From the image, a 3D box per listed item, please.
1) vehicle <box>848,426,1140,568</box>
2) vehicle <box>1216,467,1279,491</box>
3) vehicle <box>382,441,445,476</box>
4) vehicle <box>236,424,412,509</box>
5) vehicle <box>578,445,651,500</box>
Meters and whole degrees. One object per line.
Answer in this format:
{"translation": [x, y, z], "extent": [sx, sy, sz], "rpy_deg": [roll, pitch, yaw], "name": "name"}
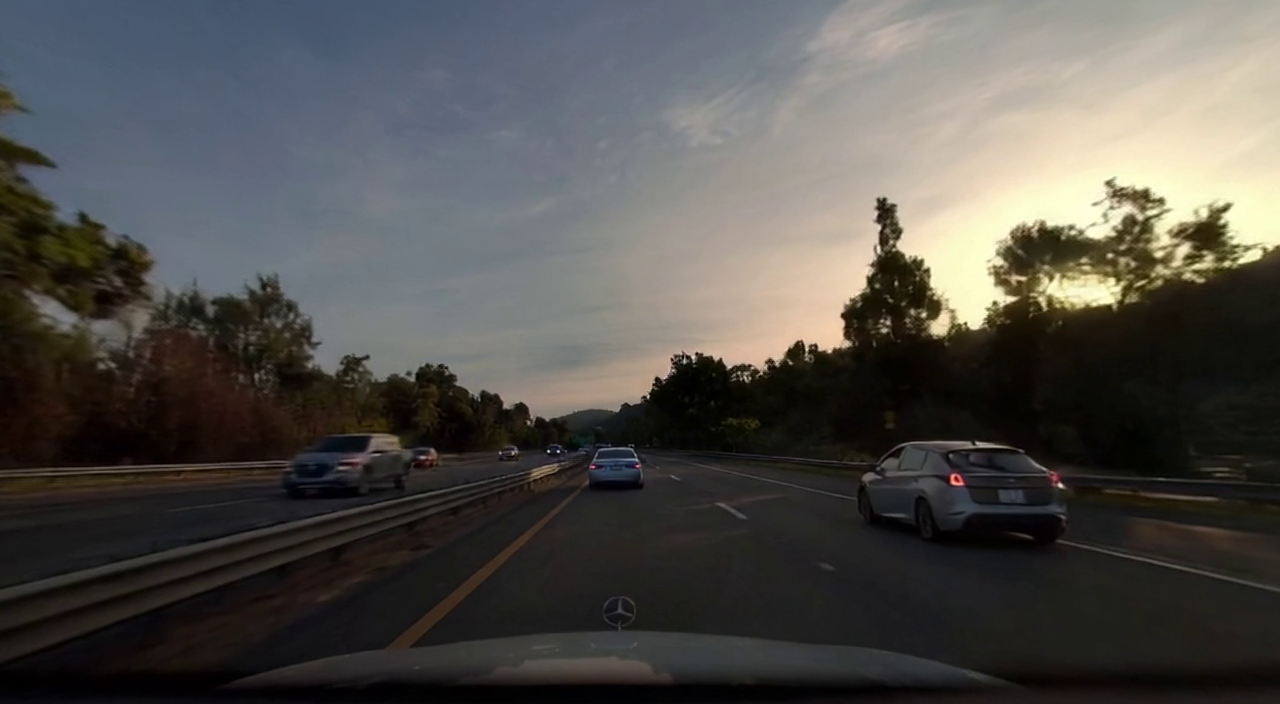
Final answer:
{"translation": [4.571, 1.902, 8.901], "extent": [1.910, 1.554, 3.718], "rpy_deg": [0, -9, -1], "name": "vehicle"}
{"translation": [43.118, 8.864, 43.943], "extent": [1.775, 1.512, 3.972], "rpy_deg": [-1, -9, 4], "name": "vehicle"}
{"translation": [-12.719, 5.998, 35.541], "extent": [2.045, 1.807, 4.241], "rpy_deg": [0, -9, -1], "name": "vehicle"}
{"translation": [-8.243, 3.040, 17.085], "extent": [2.126, 1.921, 5.104], "rpy_deg": [0, -9, 0], "name": "vehicle"}
{"translation": [-0.744, 3.646, 19.364], "extent": [2.013, 1.479, 4.169], "rpy_deg": [0, -9, -1], "name": "vehicle"}
